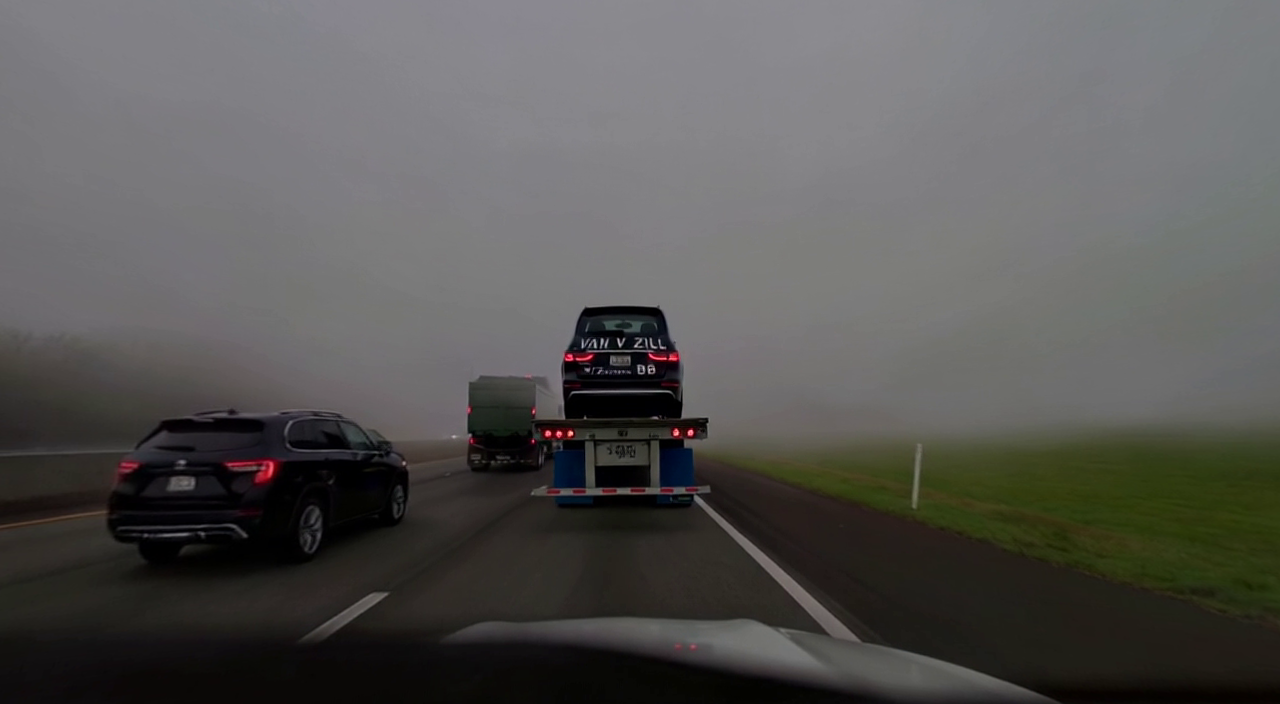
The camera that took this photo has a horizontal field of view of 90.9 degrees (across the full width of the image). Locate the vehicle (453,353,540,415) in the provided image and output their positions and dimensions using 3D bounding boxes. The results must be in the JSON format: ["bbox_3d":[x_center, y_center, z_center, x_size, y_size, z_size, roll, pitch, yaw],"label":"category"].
[{"bbox_3d":[-4.787,1.215,21.793,2.118,1.799,4.591,0,-7,-3],"label":"vehicle"}]

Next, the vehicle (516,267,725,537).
[{"bbox_3d":[-0.387,1.221,13.067,2.738,3.628,9.223,0,-7,-2],"label":"vehicle"}]

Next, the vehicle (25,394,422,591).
[{"bbox_3d":[-4.335,1.484,7.636,1.914,1.675,4.331,0,-7,-2],"label":"vehicle"}]
